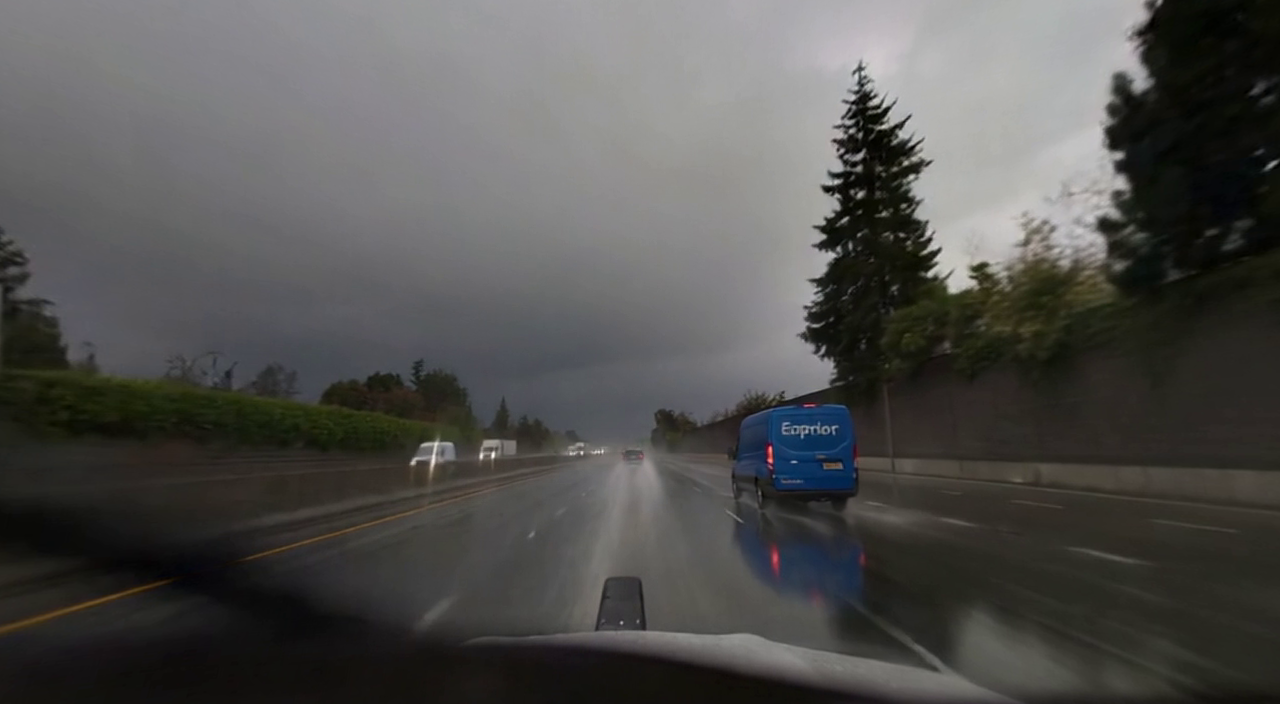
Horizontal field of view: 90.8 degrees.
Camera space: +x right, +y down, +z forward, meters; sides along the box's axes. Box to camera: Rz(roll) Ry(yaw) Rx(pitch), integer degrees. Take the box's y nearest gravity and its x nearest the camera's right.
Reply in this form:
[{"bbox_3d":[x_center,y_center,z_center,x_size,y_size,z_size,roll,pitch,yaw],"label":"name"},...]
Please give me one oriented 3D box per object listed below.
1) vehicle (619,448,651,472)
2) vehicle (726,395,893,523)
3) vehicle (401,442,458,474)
[{"bbox_3d":[-0.338,7.851,45.942,2.168,1.653,4.307,0,-9,0],"label":"vehicle"},{"bbox_3d":[3.805,2.606,15.677,2.373,2.561,5.922,0,-9,-1],"label":"vehicle"},{"bbox_3d":[-15.779,7.989,47.720,2.275,2.221,5.772,0,-9,0],"label":"vehicle"}]
